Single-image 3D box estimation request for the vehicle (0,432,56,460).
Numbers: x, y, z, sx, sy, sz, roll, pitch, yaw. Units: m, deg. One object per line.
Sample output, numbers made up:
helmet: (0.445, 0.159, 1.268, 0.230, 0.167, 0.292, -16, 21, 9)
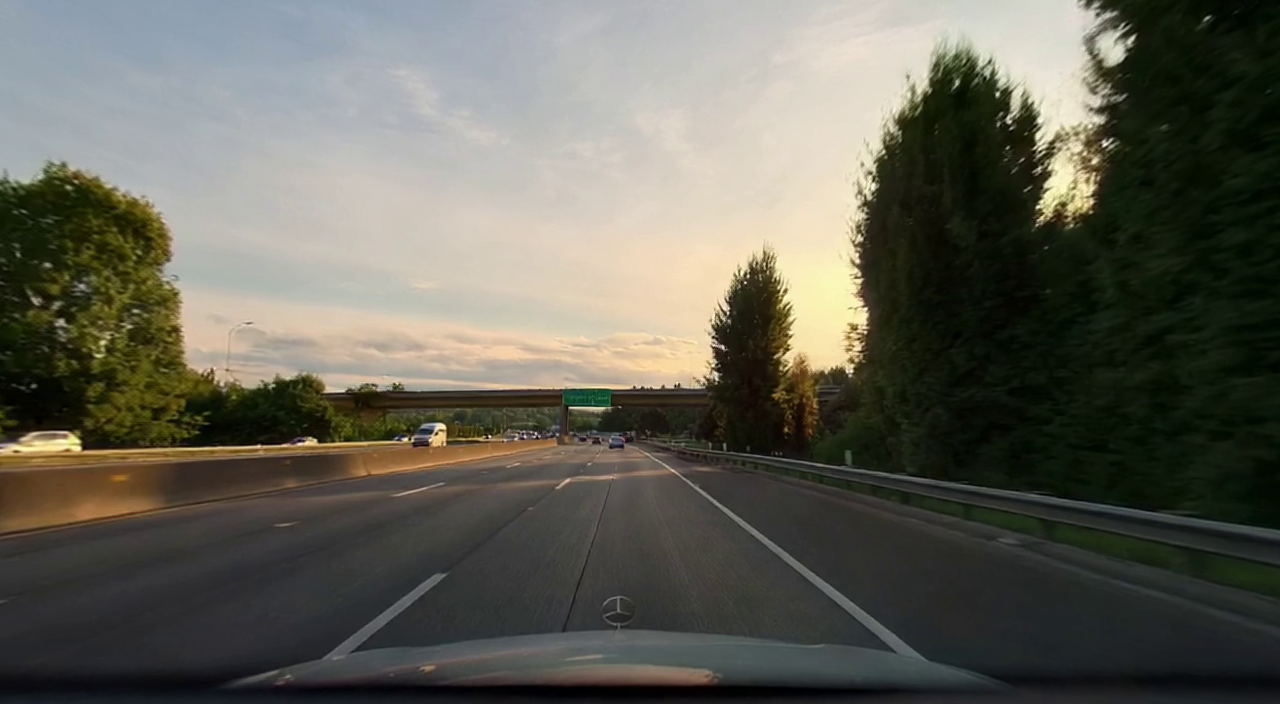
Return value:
vehicle: (-34.678, 5.105, 34.211, 1.746, 1.476, 4.277, 0, -8, -2)
